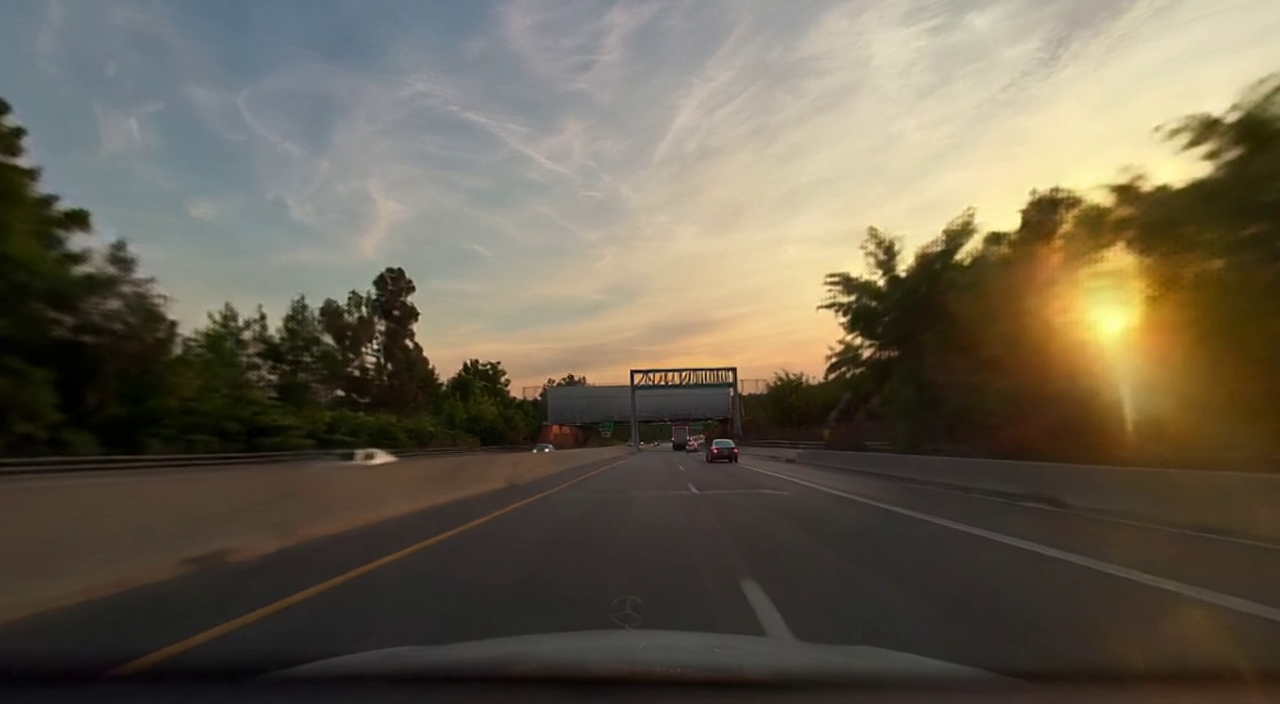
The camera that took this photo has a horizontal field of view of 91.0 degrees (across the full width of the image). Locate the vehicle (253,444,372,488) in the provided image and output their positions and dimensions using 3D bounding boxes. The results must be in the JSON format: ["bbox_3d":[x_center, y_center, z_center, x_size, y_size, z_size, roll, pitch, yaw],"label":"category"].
[{"bbox_3d":[-11.953,4.158,23.352,2.041,1.469,4.247,0,-8,2],"label":"vehicle"}]

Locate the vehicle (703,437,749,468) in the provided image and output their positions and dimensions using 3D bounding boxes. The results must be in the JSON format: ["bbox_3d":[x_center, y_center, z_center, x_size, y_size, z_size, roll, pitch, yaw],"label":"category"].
[{"bbox_3d":[4.613,5.448,34.357,1.954,1.550,4.140,0,-8,0],"label":"vehicle"}]
